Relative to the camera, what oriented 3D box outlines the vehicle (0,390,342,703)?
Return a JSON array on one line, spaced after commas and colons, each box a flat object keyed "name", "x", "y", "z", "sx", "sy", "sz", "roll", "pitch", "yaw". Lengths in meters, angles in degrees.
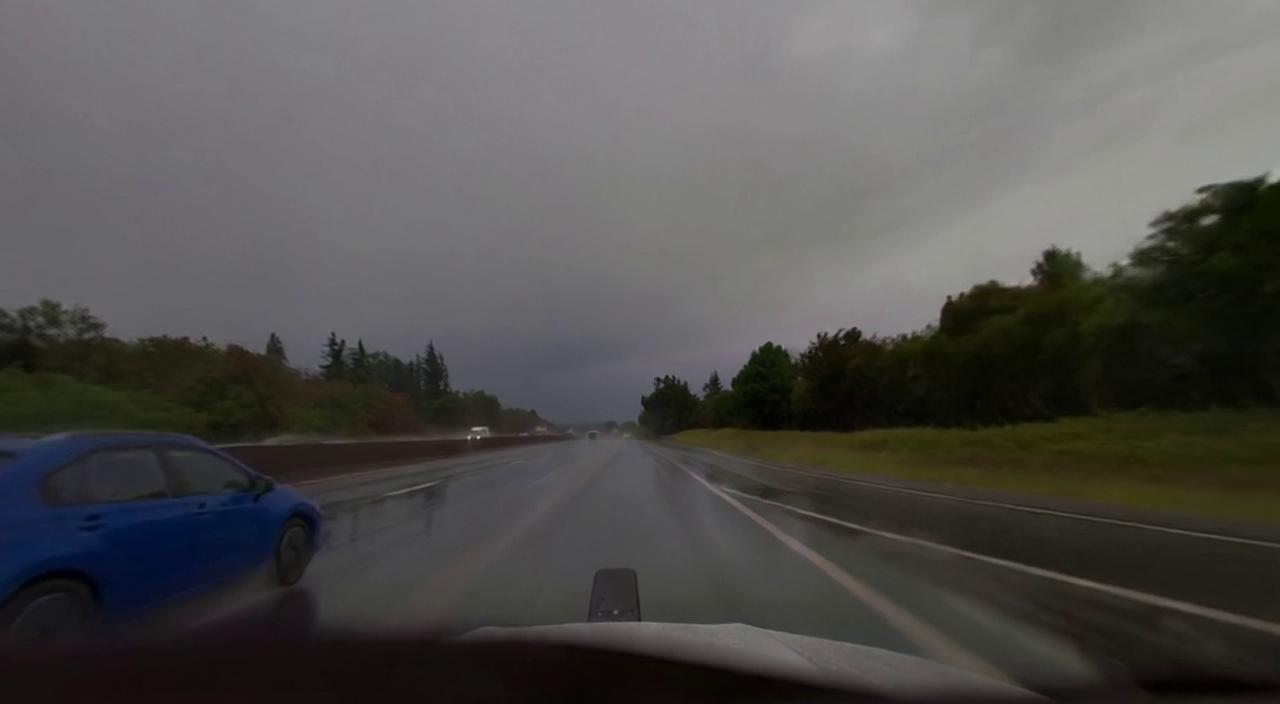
[{"name": "vehicle", "x": -3.743, "y": 1.044, "z": 3.568, "sx": 2.026, "sy": 1.517, "sz": 4.325, "roll": 0, "pitch": -8, "yaw": -1}]
